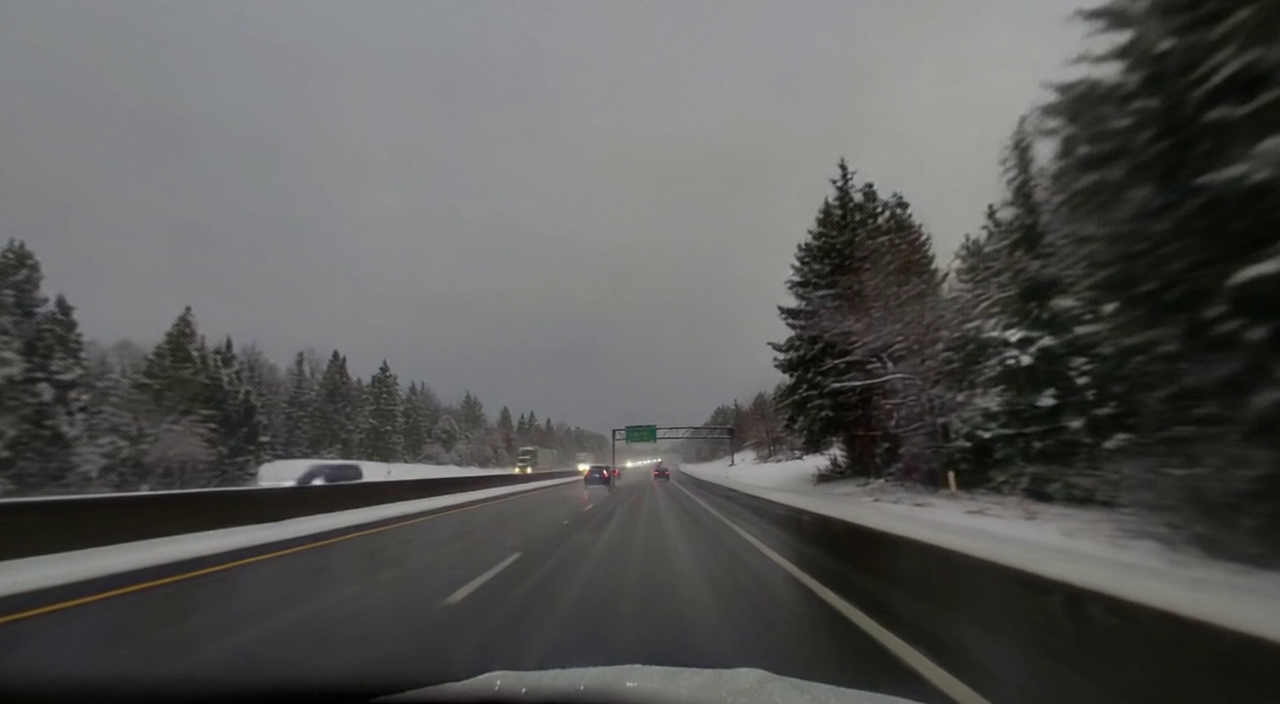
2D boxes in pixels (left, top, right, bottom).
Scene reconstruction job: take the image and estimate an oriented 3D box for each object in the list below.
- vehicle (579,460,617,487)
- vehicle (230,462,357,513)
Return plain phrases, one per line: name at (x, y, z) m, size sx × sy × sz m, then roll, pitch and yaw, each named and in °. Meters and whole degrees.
vehicle at (-2.863, 8.489, 44.112) m, size 2.160 × 1.721 × 4.368 m, roll 0°, pitch -10°, yaw 3°
vehicle at (-12.652, 4.957, 23.423) m, size 1.984 × 1.649 × 4.572 m, roll 1°, pitch -10°, yaw 1°
